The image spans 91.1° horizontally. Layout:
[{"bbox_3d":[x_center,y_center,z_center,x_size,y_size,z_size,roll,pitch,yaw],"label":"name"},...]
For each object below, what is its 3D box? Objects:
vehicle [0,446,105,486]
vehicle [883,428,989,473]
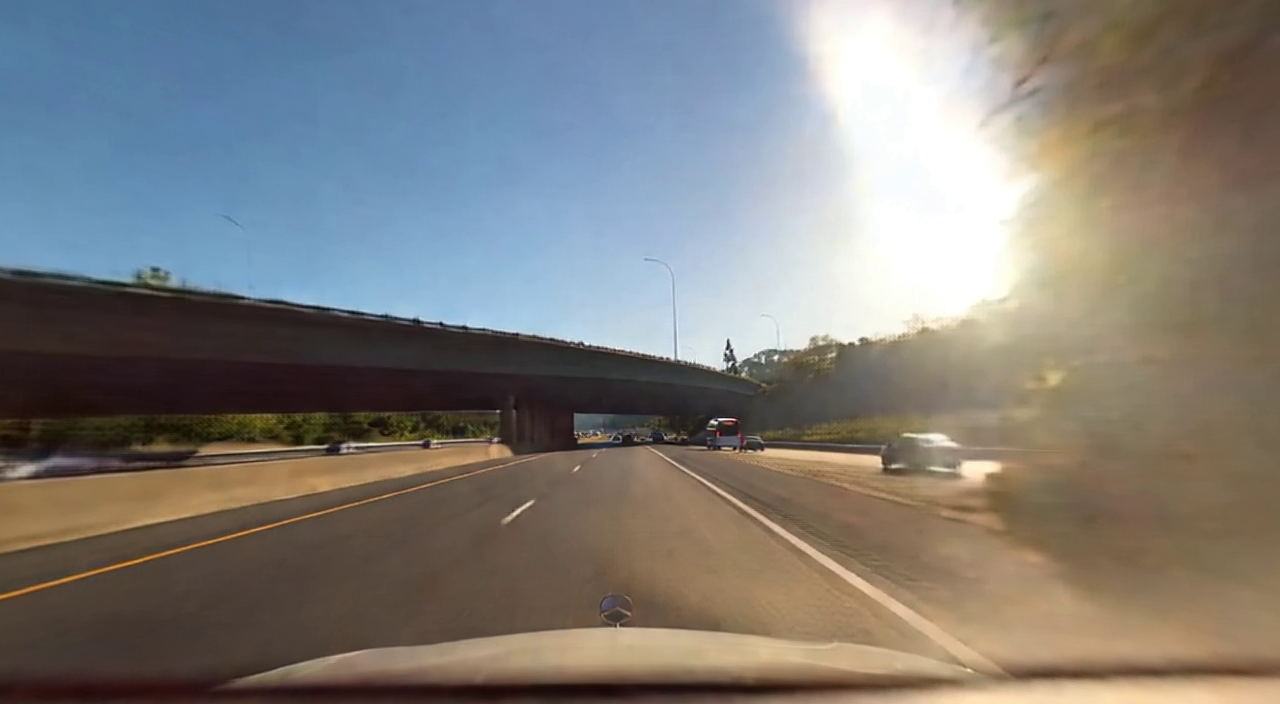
[{"bbox_3d":[-24.966,4.735,26.370,1.749,1.450,3.862,0,-8,-3],"label":"vehicle"},{"bbox_3d":[10.464,3.481,22.567,1.880,1.460,3.770,0,-8,-2],"label":"vehicle"}]
